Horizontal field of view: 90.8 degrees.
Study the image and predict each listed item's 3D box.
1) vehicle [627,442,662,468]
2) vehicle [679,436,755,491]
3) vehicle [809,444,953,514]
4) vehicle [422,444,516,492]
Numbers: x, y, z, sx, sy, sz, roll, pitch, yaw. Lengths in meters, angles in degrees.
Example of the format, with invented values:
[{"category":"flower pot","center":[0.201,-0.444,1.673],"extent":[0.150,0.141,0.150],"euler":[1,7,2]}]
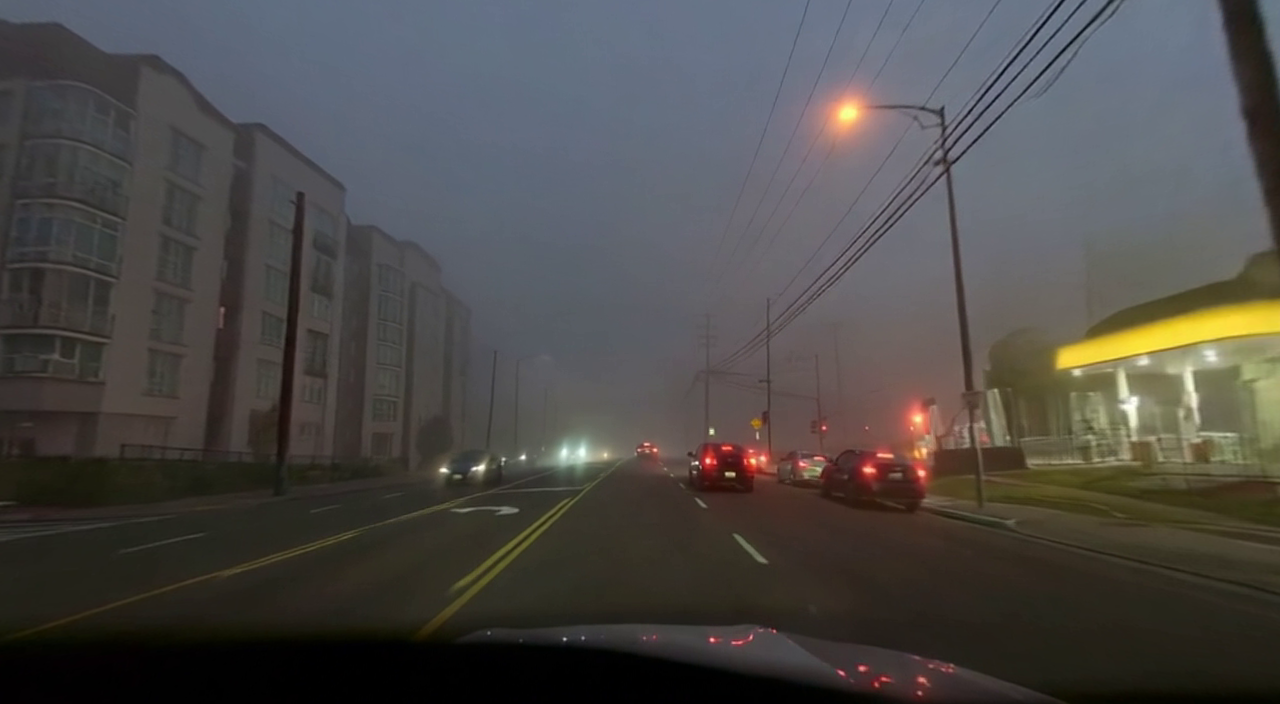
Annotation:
[{"category":"vehicle","center":[0.310,6.293,38.708],"extent":[1.999,1.487,3.939],"euler":[0,-8,1]},{"category":"vehicle","center":[2.491,3.728,21.534],"extent":[1.945,1.647,4.160],"euler":[0,-8,-2]},{"category":"vehicle","center":[5.886,3.112,16.109],"extent":[1.914,1.513,4.474],"euler":[0,-8,1]},{"category":"vehicle","center":[-5.832,3.974,22.155],"extent":[2.033,1.495,4.216],"euler":[0,-8,1]}]
